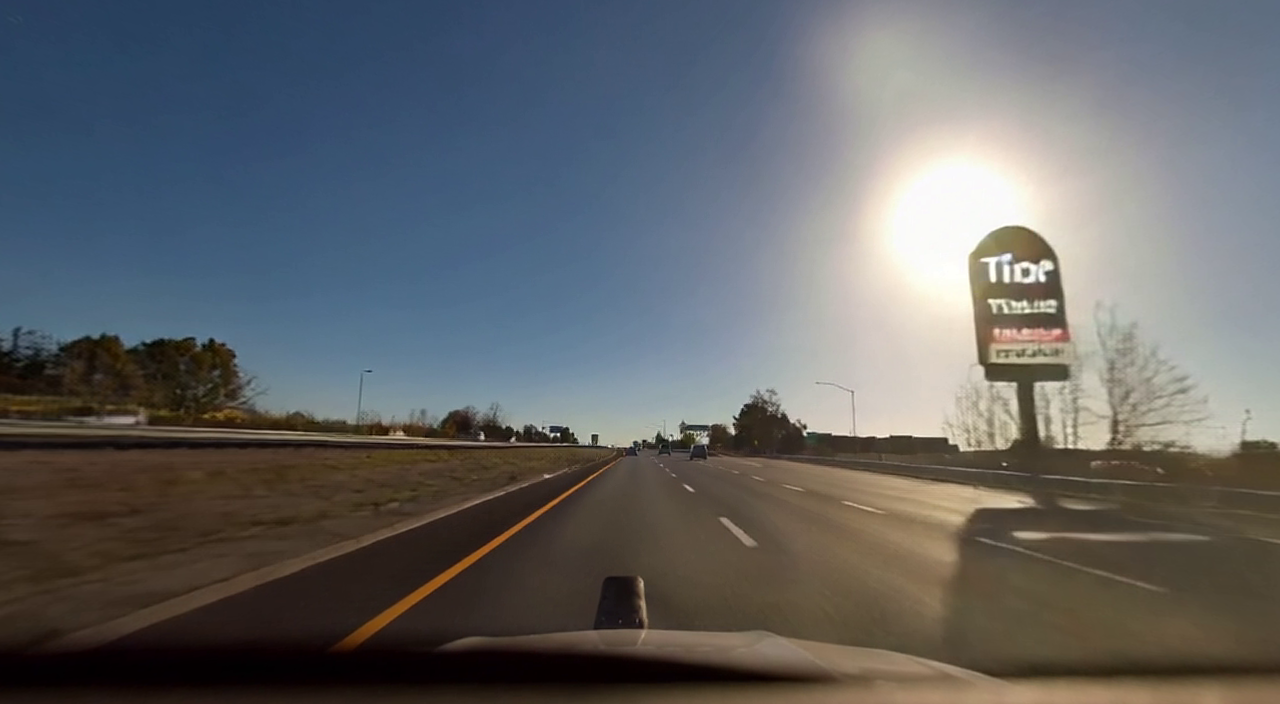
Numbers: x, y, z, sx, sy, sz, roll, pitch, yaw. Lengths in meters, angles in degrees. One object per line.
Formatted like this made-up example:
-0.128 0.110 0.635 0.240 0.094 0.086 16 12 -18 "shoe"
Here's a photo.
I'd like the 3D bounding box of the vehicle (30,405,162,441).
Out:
-25.472 3.411 29.823 1.984 1.512 4.760 0 -9 0 "vehicle"
